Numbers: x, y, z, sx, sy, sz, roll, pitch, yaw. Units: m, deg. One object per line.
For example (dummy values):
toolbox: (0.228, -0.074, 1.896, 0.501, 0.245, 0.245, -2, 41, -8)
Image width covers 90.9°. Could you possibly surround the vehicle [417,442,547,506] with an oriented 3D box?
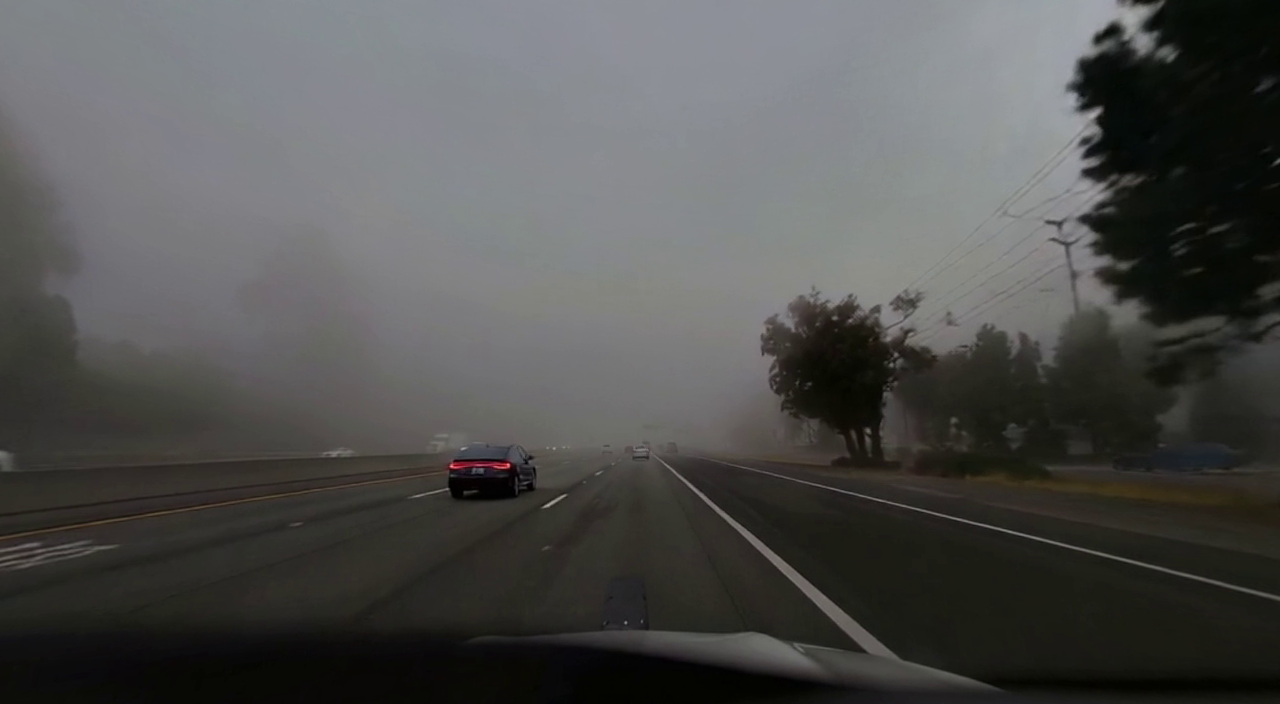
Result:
vehicle: (-3.807, 3.027, 16.174, 2.048, 1.368, 4.613, 0, -9, 1)
